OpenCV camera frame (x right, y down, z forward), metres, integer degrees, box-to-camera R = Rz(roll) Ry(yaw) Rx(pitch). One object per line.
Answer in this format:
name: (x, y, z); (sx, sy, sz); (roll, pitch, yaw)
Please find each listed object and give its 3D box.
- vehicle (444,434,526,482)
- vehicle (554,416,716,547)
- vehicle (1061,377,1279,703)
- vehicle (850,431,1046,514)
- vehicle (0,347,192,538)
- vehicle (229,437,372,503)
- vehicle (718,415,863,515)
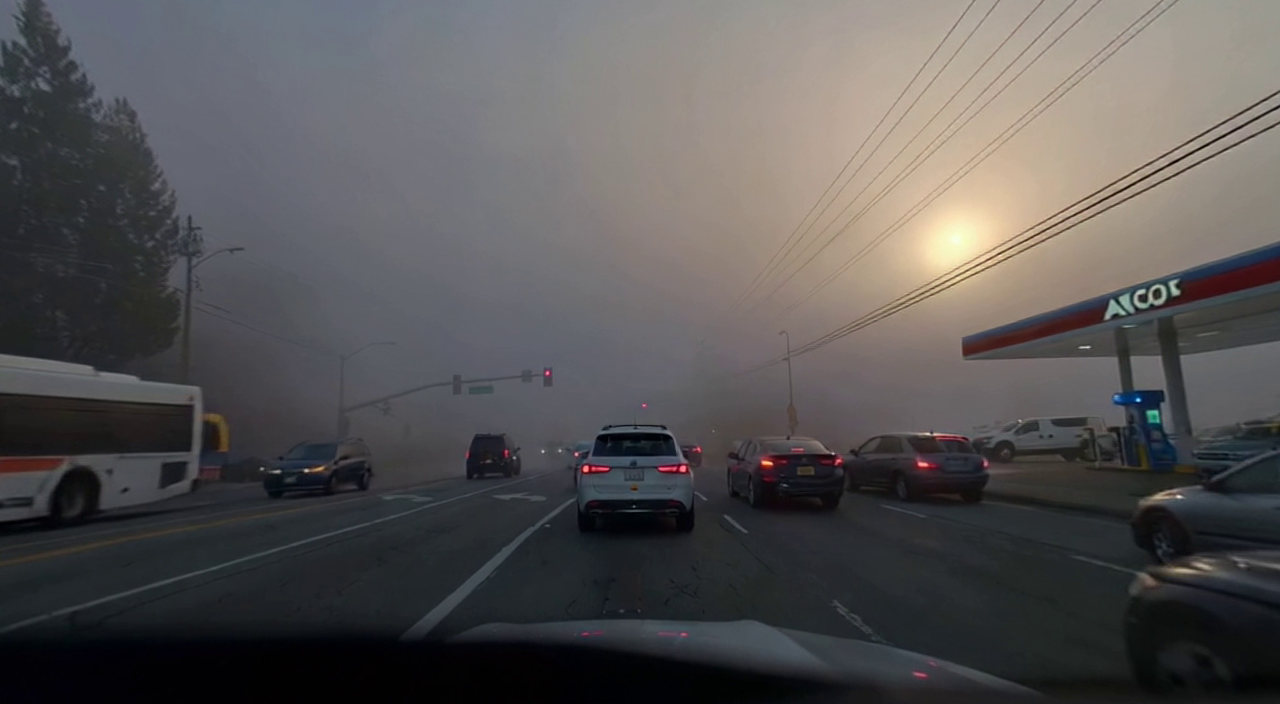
vehicle: (-6.386, 4.434, 26.747); (2.190, 1.795, 4.993); (0, -9, 0)
vehicle: (-0.118, 1.985, 10.282); (2.087, 1.677, 4.053); (0, -8, -2)
vehicle: (3.032, 0.648, 0.775); (2.006, 1.483, 4.278); (0, -8, -1)
vehicle: (6.364, 2.531, 13.793); (1.829, 1.494, 4.552); (0, -8, -2)
vehicle: (-13.435, 1.515, 10.450); (3.031, 3.513, 12.586); (-1, -8, -1)
vehicle: (-10.352, 3.593, 19.716); (2.075, 1.719, 4.396); (-2, -8, -1)
vehicle: (3.033, 2.402, 13.809); (2.049, 1.813, 4.245); (0, -9, -1)
